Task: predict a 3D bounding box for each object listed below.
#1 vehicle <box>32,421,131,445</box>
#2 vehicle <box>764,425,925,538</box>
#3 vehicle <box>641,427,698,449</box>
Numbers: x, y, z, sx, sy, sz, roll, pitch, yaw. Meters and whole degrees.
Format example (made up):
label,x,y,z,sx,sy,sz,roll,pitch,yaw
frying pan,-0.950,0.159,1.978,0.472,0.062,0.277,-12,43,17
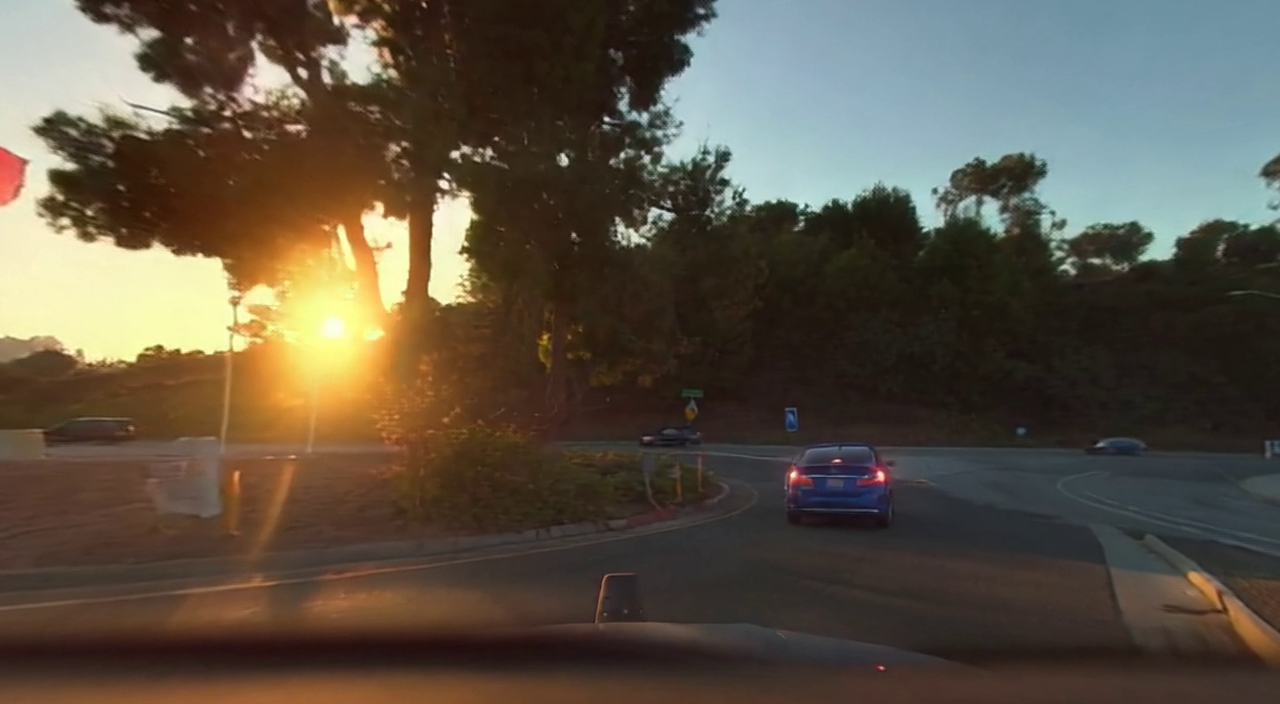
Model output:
label,x,y,z,sx,sy,sz,roll,pitch,yaw
vehicle,-37.554,5.480,42.483,4.652,1.498,1.783,1,-9,-8
vehicle,3.856,2.229,11.410,2.078,1.607,4.010,-5,-10,27
vehicle,2.176,6.429,46.994,4.045,1.569,1.781,1,-9,-7
